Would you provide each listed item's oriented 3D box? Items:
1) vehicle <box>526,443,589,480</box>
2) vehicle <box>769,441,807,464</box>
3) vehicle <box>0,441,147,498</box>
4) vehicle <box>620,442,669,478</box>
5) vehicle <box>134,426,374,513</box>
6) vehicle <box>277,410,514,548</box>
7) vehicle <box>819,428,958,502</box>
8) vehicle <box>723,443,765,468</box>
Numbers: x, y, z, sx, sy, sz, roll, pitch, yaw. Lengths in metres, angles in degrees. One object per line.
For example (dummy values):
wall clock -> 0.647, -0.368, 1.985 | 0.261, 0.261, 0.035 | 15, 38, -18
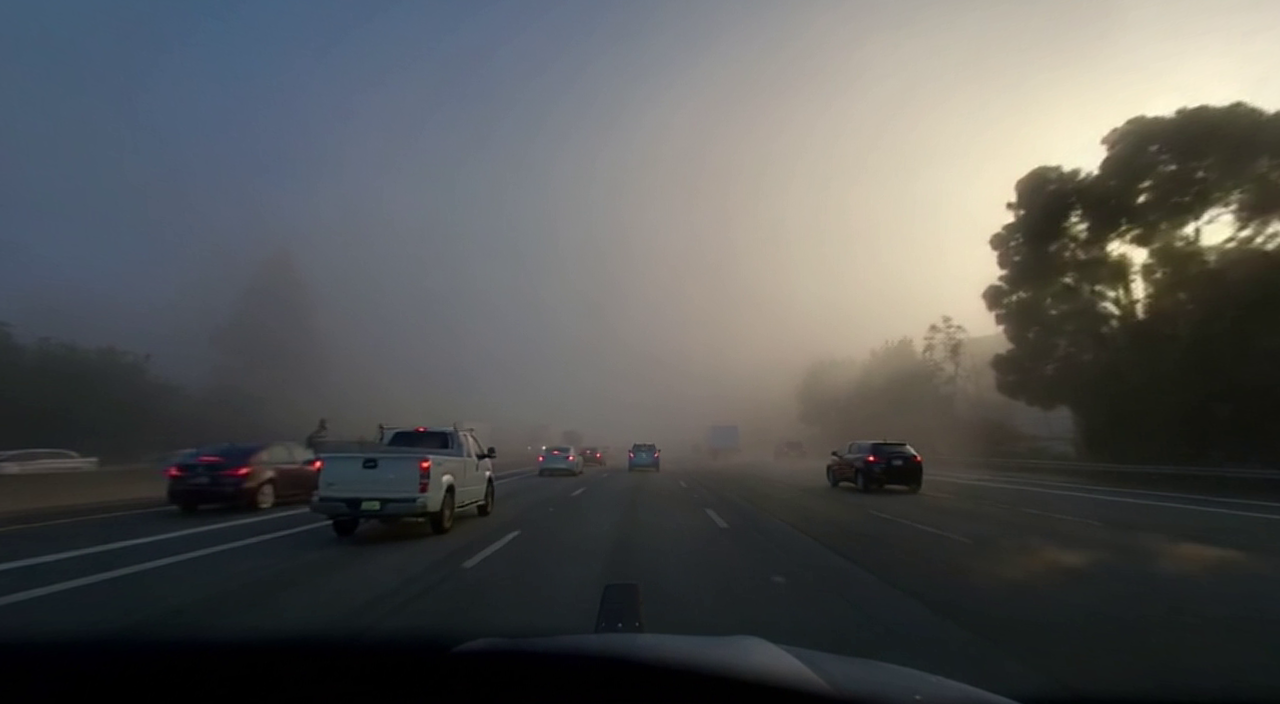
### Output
vehicle -> -3.398, 4.614, 26.843 | 2.025, 1.449, 4.190 | 0, -9, 1
vehicle -> 11.360, 7.741, 48.638 | 1.988, 1.676, 4.262 | 0, -9, 1
vehicle -> -18.203, 3.568, 19.538 | 1.728, 1.537, 4.734 | -1, -9, 4
vehicle -> 0.192, 4.841, 28.423 | 2.053, 1.461, 3.941 | 0, -9, 1
vehicle -> -9.009, 2.810, 15.578 | 2.322, 1.743, 5.624 | 0, -9, 1
vehicle -> -3.570, 1.959, 10.318 | 2.012, 1.734, 4.510 | 0, -9, 0
vehicle -> 6.584, 3.043, 17.303 | 1.992, 1.745, 4.329 | 0, -9, -1
vehicle -> 6.451, 6.486, 39.635 | 1.895, 1.488, 4.254 | 0, -9, 0
